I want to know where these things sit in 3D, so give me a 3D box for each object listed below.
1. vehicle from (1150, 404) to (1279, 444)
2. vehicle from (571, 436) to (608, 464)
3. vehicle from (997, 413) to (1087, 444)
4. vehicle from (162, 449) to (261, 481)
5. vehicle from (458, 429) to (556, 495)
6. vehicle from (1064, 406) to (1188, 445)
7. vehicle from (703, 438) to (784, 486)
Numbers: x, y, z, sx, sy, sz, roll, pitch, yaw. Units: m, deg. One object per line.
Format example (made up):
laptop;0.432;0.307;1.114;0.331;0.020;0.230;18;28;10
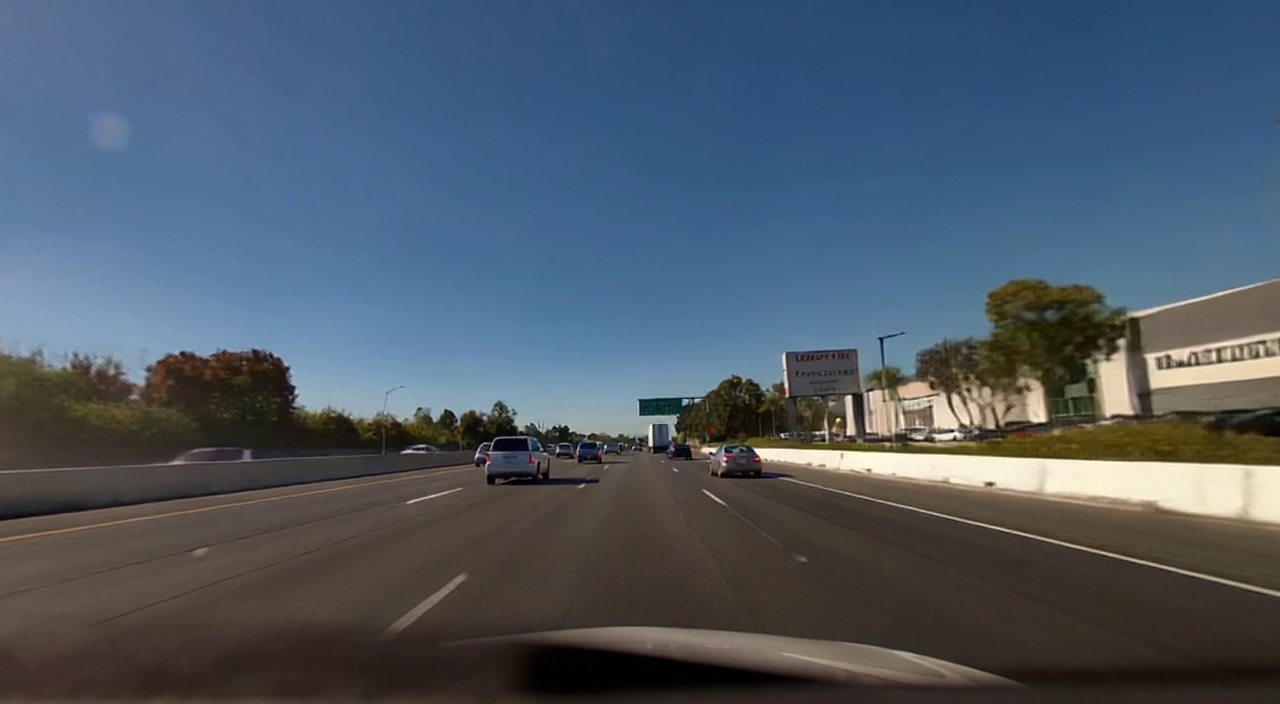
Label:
vehicle;32.569;4.164;36.010;2.264;1.993;5.565;-1;-9;0
vehicle;-3.782;7.458;48.186;2.410;1.981;5.355;0;-8;0
vehicle;27.528;5.362;43.569;2.235;1.862;5.983;-1;-9;0
vehicle;-21.300;5.618;31.659;1.902;1.434;4.351;0;-8;0
vehicle;-3.898;3.321;19.399;1.987;1.765;4.508;0;-8;0
vehicle;27.635;4.299;36.300;2.098;1.922;6.223;-1;-9;-1
vehicle;3.568;3.872;22.641;1.957;1.510;4.643;0;-8;-2
